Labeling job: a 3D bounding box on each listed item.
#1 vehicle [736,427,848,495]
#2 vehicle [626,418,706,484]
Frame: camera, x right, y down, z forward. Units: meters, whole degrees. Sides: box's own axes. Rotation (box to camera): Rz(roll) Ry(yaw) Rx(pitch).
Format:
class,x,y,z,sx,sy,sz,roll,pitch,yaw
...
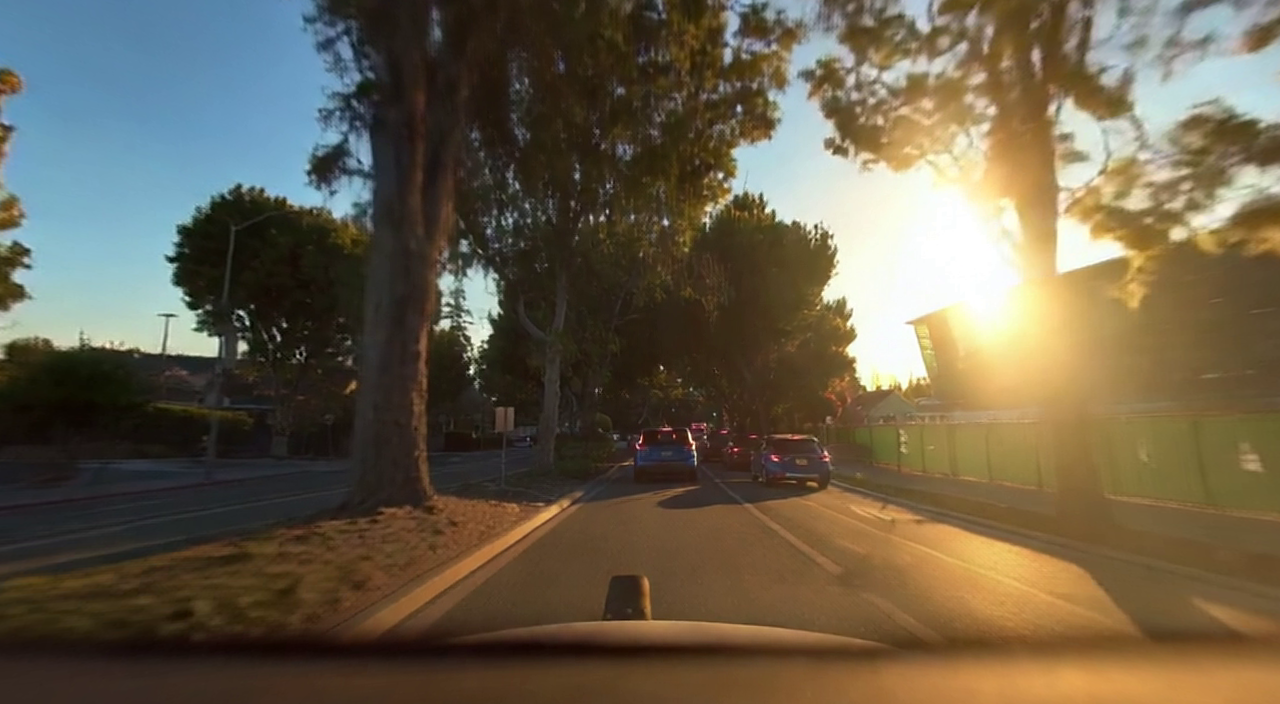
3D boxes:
class,x,y,z,sx,sy,sz,roll,pitch,yaw
vehicle,4.236,3.132,18.436,2.138,1.699,4.852,0,-8,1
vehicle,0.873,3.284,21.014,2.386,1.947,4.168,-1,-8,3
